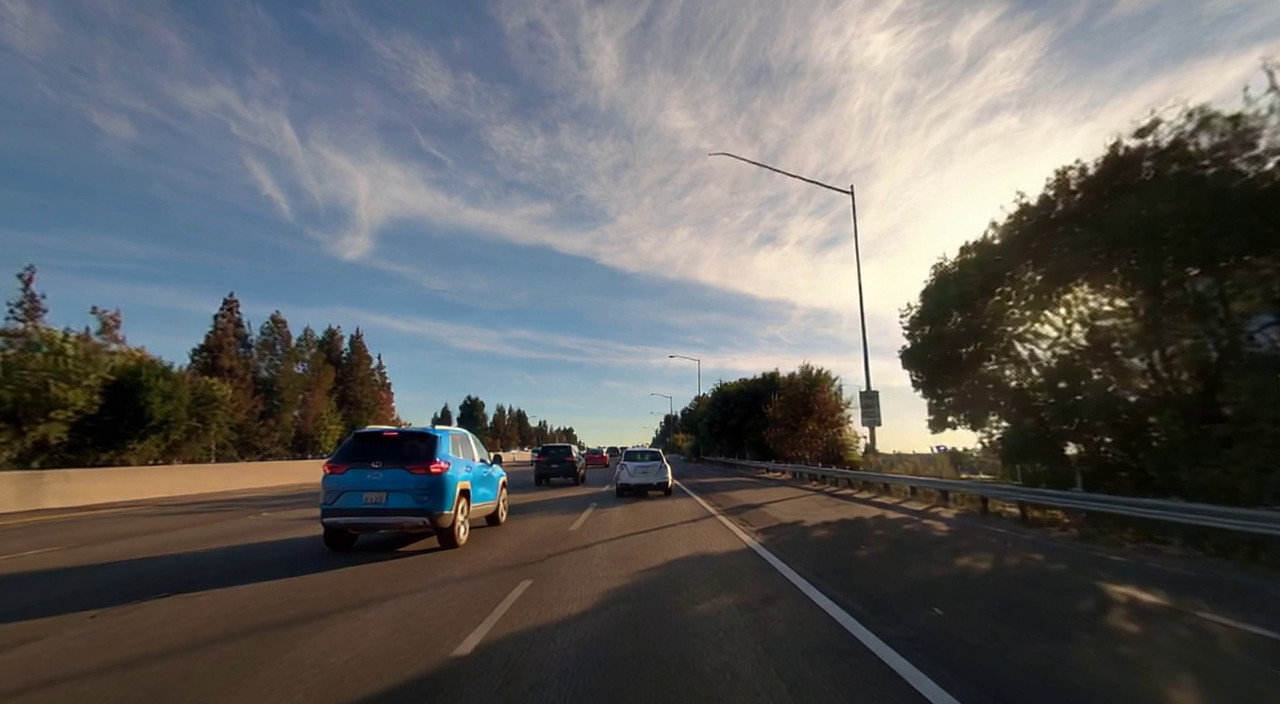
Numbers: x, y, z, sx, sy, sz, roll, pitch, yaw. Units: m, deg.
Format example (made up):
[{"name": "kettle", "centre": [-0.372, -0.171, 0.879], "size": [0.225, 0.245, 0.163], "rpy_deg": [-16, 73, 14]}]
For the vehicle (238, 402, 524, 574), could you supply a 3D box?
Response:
[{"name": "vehicle", "centre": [-3.132, 1.755, 8.796], "size": [2.123, 1.798, 4.108], "rpy_deg": [0, -9, 2]}]

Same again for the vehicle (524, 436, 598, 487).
[{"name": "vehicle", "centre": [-2.942, 4.228, 24.602], "size": [2.125, 1.771, 4.721], "rpy_deg": [0, -9, 2]}]

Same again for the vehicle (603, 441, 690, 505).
[{"name": "vehicle", "centre": [0.135, 3.193, 16.997], "size": [2.068, 1.488, 4.045], "rpy_deg": [0, -9, -1]}]
